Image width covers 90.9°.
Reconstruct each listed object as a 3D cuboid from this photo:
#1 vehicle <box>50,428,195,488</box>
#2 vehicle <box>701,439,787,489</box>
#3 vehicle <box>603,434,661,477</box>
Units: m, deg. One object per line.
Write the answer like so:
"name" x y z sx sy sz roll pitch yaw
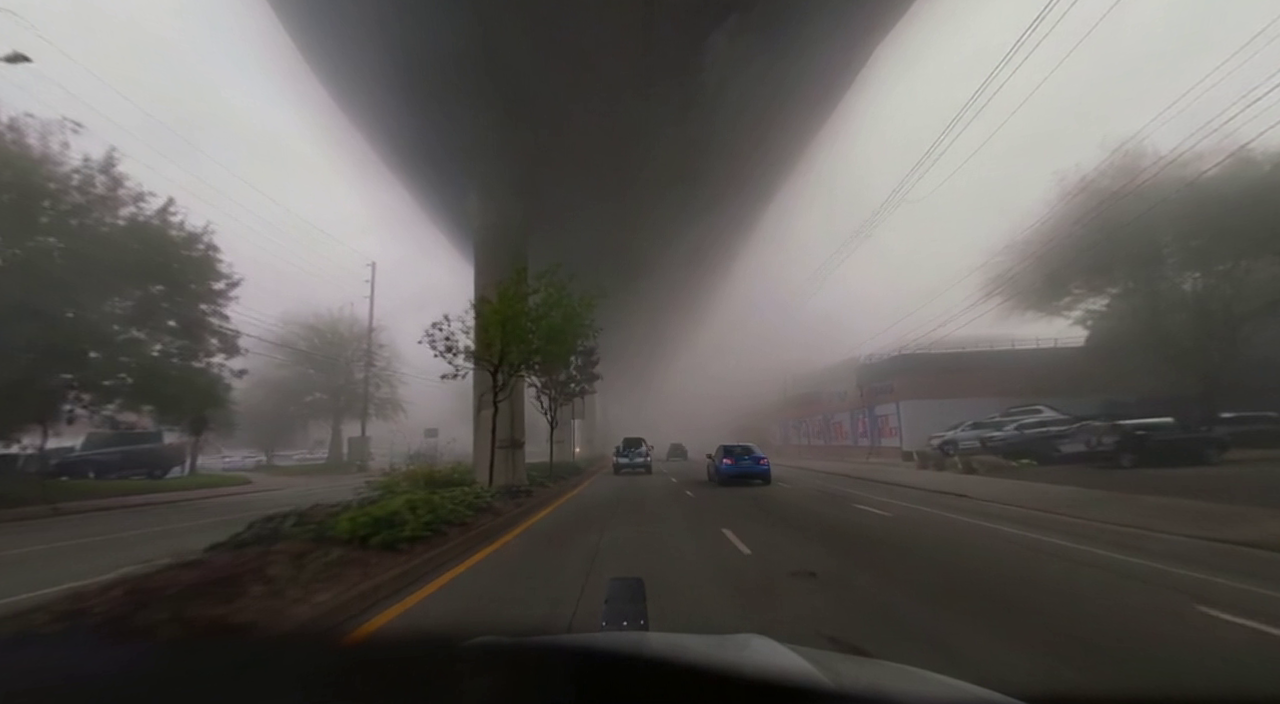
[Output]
"vehicle" -24.403 4.992 29.942 4.412 2.662 2.544 1 -8 -9
"vehicle" 3.317 3.656 20.997 1.954 1.479 4.557 0 -8 -2
"vehicle" -0.351 4.709 28.956 2.441 1.813 4.581 0 -8 0
